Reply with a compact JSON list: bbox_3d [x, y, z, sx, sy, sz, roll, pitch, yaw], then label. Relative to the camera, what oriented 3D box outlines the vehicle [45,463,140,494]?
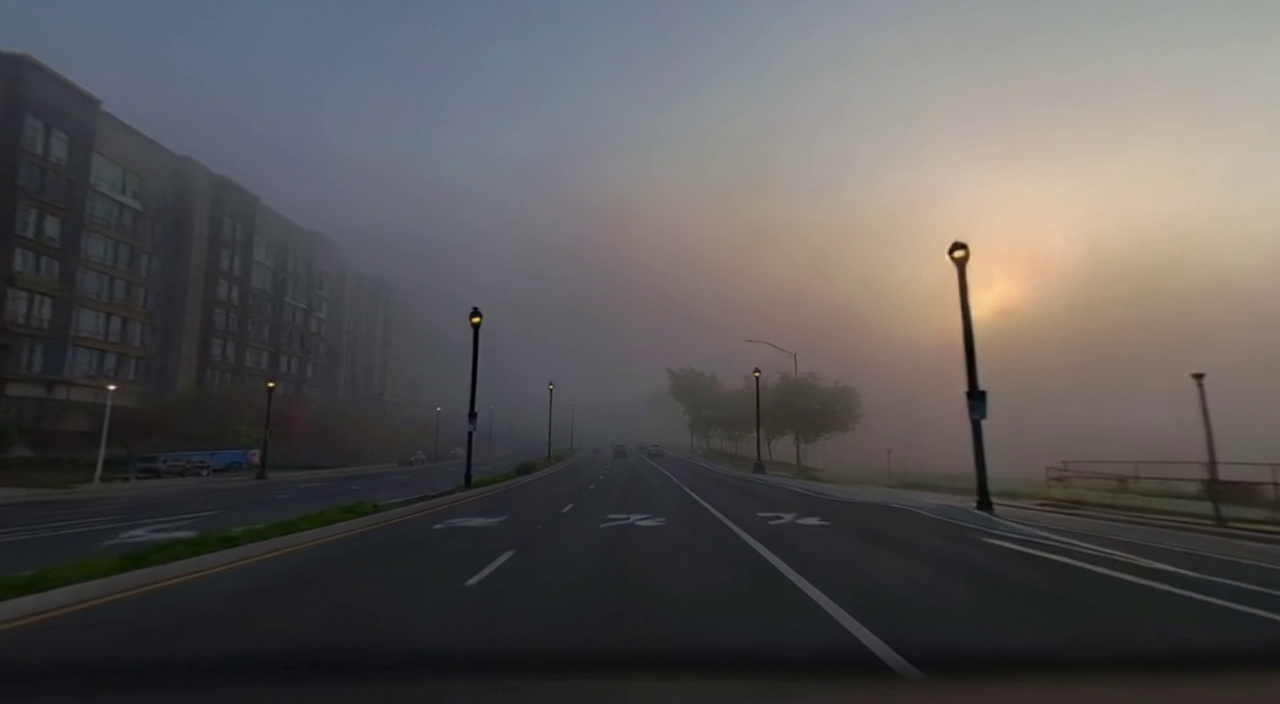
[{"bbox_3d":[-29.021,6.697,33.547,1.662,1.428,3.650,0,-9,1],"label":"vehicle"}]

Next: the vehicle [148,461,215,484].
[{"bbox_3d":[-28.943,7.605,39.871,1.518,1.364,3.470,0,-10,2],"label":"vehicle"}]
